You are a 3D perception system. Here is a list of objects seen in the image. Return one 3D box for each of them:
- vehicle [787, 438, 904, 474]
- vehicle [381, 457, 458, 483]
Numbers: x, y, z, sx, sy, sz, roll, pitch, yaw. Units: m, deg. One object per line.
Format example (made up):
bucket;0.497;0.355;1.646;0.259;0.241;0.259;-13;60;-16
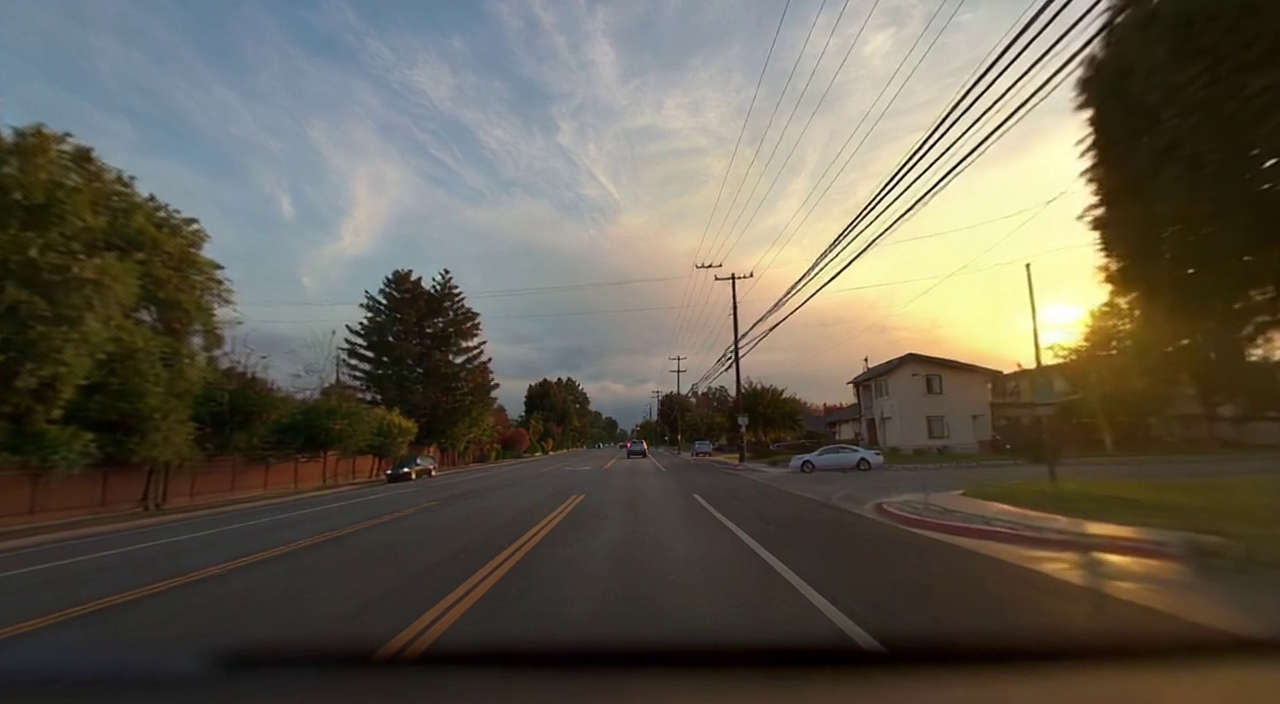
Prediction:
vehicle;8.761;4.475;27.209;4.487;1.461;1.874;-1;-9;8
vehicle;-12.187;6.548;35.118;2.530;1.265;4.495;-1;-8;2
